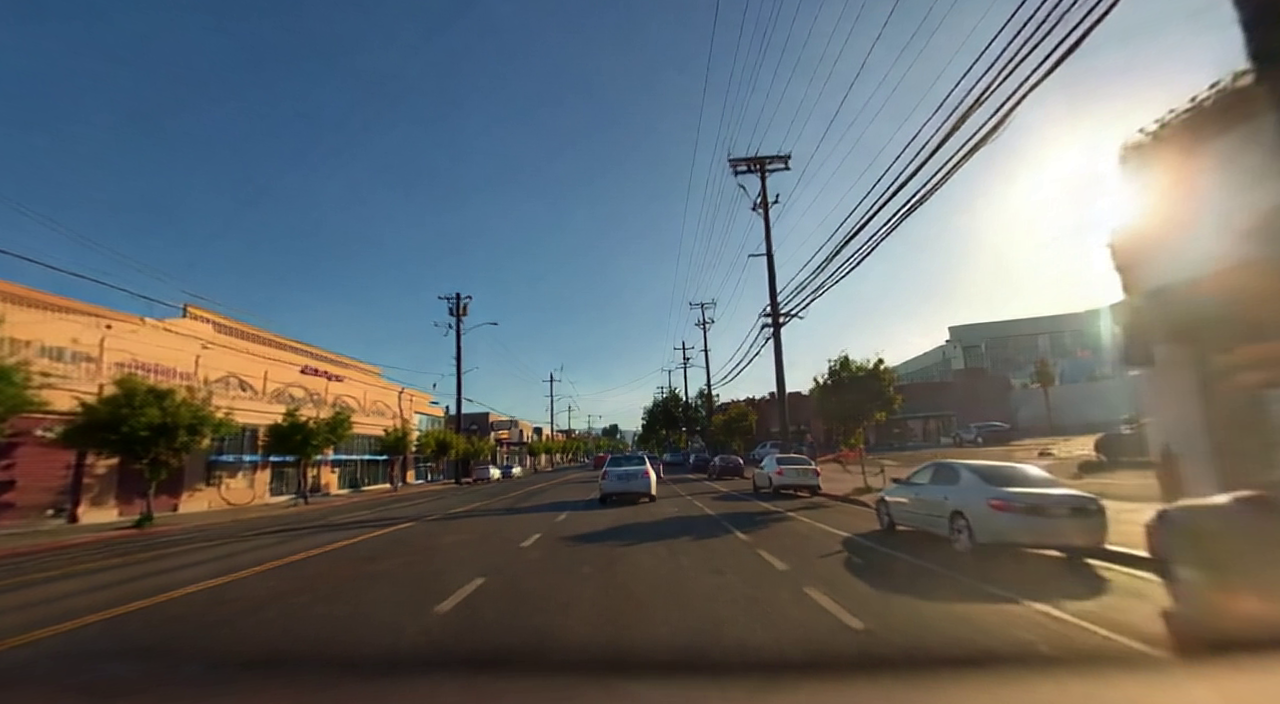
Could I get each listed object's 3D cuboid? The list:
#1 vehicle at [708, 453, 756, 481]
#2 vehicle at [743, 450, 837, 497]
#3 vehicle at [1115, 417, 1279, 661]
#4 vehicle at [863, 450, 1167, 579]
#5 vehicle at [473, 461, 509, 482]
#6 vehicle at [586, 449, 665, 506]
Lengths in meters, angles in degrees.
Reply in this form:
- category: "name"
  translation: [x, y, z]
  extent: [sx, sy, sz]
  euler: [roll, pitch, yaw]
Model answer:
- category: "vehicle"
  translation: [5.188, 6.566, 36.335]
  extent: [1.987, 1.459, 4.677]
  euler: [0, -9, -1]
- category: "vehicle"
  translation: [5.247, 4.316, 22.869]
  extent: [2.108, 1.471, 4.948]
  euler: [0, -9, -1]
- category: "vehicle"
  translation: [5.114, 1.151, 3.636]
  extent: [1.779, 1.592, 3.740]
  euler: [0, -9, 0]
- category: "vehicle"
  translation: [5.008, 2.168, 9.323]
  extent: [1.761, 1.413, 4.272]
  euler: [0, -9, -2]
- category: "vehicle"
  translation: [-11.663, 9.344, 49.691]
  extent: [1.828, 1.457, 4.371]
  euler: [0, -9, -1]
- category: "vehicle"
  translation: [-0.385, 3.688, 19.026]
  extent: [2.116, 1.479, 3.980]
  euler: [0, -9, 0]
